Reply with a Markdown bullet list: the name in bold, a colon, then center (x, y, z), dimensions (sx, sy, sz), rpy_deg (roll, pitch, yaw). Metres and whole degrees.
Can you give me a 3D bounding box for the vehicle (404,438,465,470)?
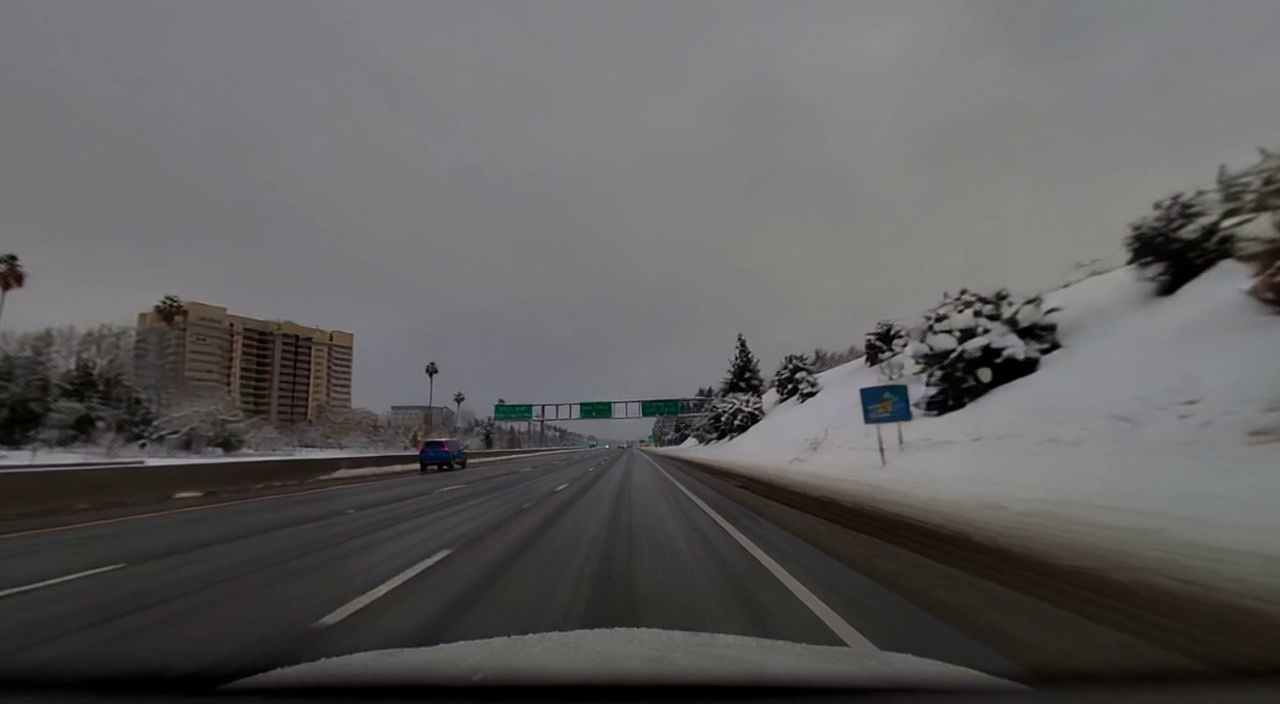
- **vehicle**: center (-11.810, 5.881, 36.627), dimensions (2.016, 1.754, 4.543), rpy_deg (0, -8, 0)
